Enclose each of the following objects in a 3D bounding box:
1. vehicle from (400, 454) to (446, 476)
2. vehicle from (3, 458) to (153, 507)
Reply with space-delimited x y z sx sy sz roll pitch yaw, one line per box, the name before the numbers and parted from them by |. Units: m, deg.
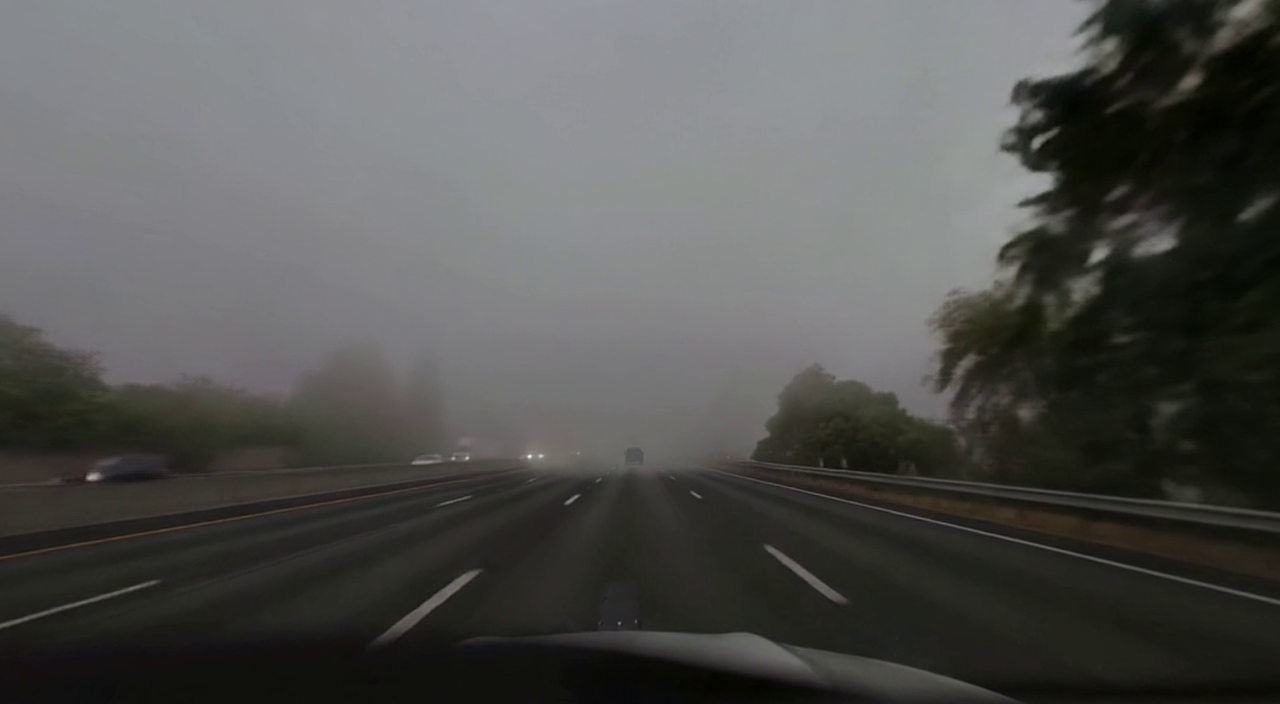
vehicle | -15.378 8.011 44.648 1.828 1.487 4.135 -1 -9 0
vehicle | -24.485 5.662 27.618 2.049 1.826 4.803 -1 -9 1
